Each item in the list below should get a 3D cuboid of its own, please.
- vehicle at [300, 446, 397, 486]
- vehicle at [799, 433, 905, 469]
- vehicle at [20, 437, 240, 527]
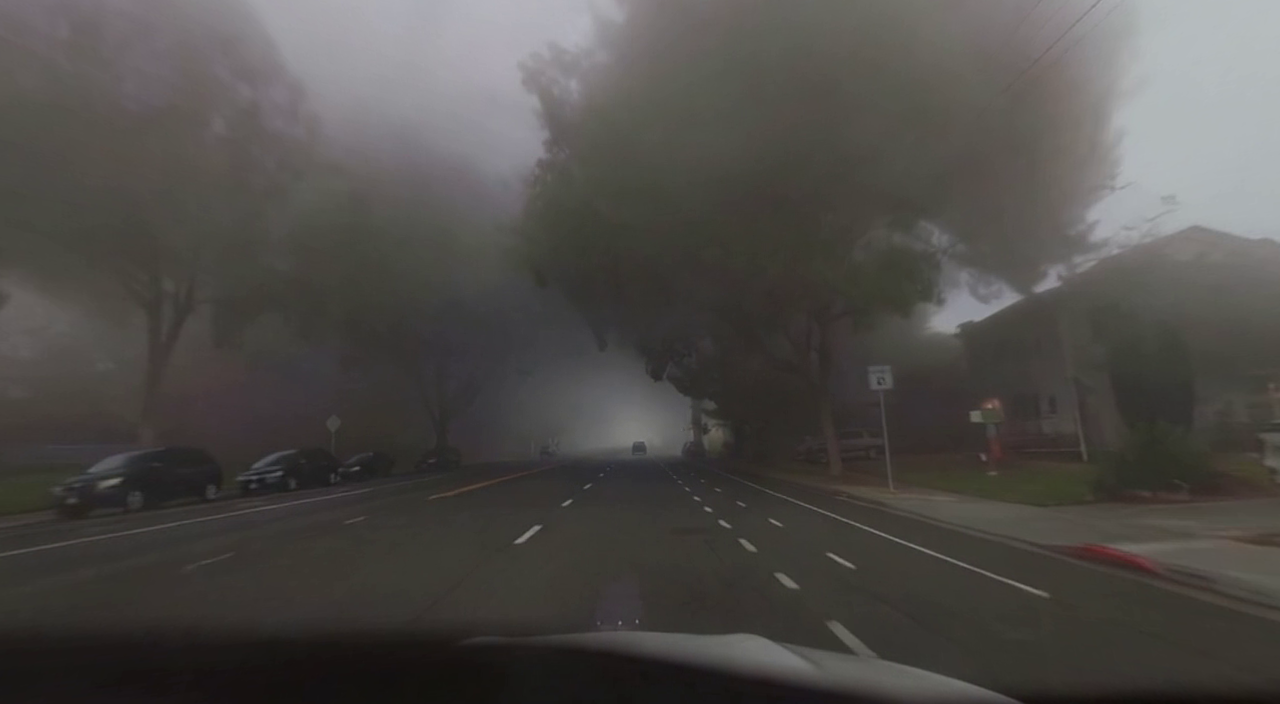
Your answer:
[{"bbox_3d":[-12.167,4.808,26.646,1.888,1.477,4.629,-1,-10,0],"label":"vehicle"},{"bbox_3d":[11.272,5.288,33.739,4.880,1.842,2.069,0,-9,-1],"label":"vehicle"},{"bbox_3d":[-12.096,3.092,15.408,1.932,1.673,4.314,-5,-9,-2],"label":"vehicle"}]
